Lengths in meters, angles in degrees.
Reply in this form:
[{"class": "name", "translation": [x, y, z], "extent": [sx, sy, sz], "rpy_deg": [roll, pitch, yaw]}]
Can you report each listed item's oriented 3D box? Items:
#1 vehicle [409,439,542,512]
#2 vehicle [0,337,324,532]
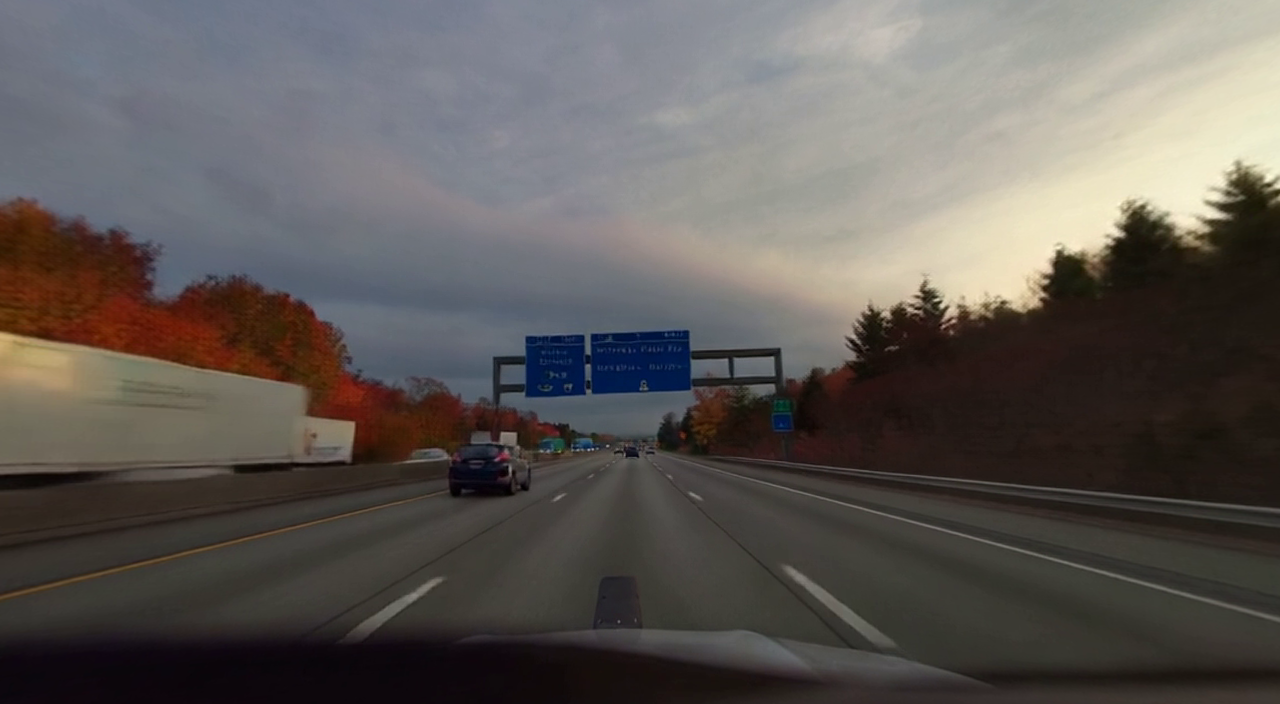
[{"class": "vehicle", "translation": [-3.995, 3.089, 16.207], "extent": [2.153, 1.577, 4.707], "rpy_deg": [0, -9, 0]}, {"class": "vehicle", "translation": [-14.840, 2.488, 17.975], "extent": [2.934, 4.021, 16.786], "rpy_deg": [0, -9, 0]}]
